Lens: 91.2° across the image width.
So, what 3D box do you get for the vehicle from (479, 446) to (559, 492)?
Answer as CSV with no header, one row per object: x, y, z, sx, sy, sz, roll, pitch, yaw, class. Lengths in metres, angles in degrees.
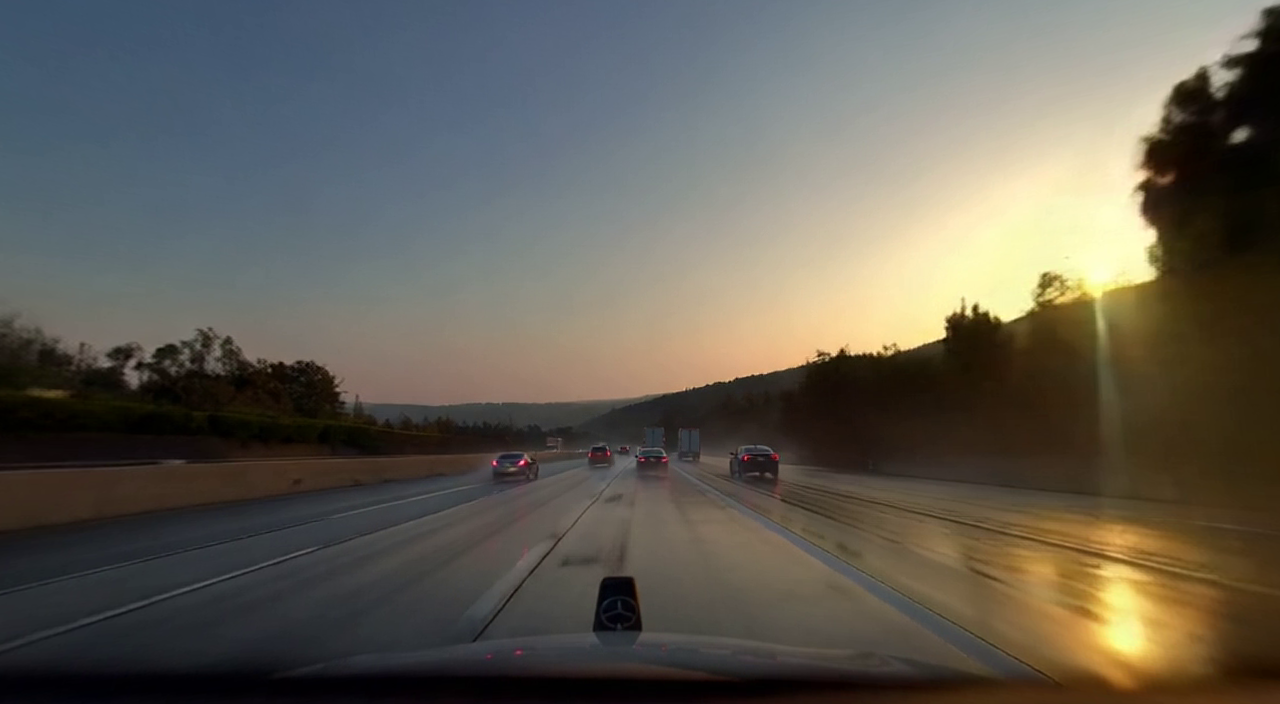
-4.252,4.208,22.820,1.967,1.473,4.439,0,-9,1,vehicle

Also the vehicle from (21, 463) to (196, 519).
-16.671,4.331,19.990,1.912,1.478,4.106,0,-9,1,vehicle

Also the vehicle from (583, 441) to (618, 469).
-2.947,7.768,47.478,2.230,1.973,4.403,-1,-9,2,vehicle

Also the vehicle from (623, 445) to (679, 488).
0.405,4.504,25.000,2.015,1.526,4.286,0,-9,0,vehicle

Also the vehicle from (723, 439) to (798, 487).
4.505,4.228,24.077,2.018,1.639,4.149,0,-9,0,vehicle
